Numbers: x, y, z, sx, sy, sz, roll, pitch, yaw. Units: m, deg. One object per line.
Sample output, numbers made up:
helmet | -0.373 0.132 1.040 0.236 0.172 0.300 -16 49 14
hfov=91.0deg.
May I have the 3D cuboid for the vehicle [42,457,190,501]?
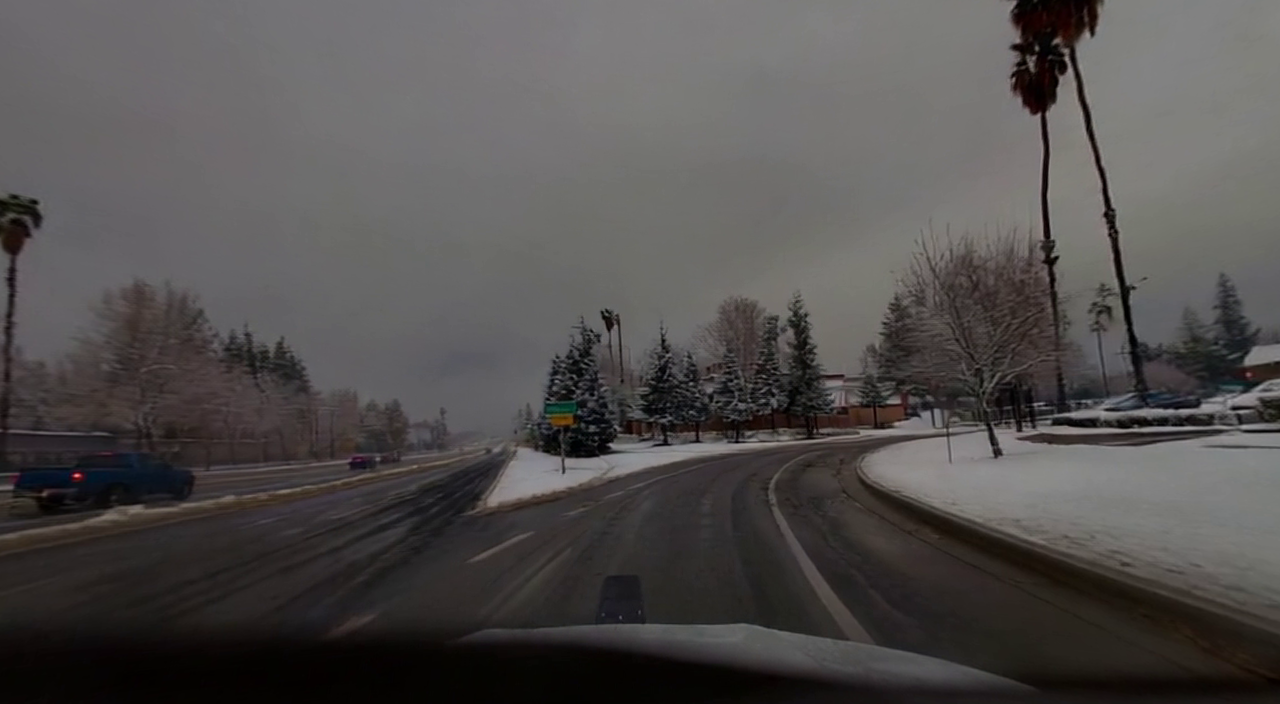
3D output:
vehicle | -31.261 7.562 38.149 2.819 2.204 8.236 2 -9 -8
